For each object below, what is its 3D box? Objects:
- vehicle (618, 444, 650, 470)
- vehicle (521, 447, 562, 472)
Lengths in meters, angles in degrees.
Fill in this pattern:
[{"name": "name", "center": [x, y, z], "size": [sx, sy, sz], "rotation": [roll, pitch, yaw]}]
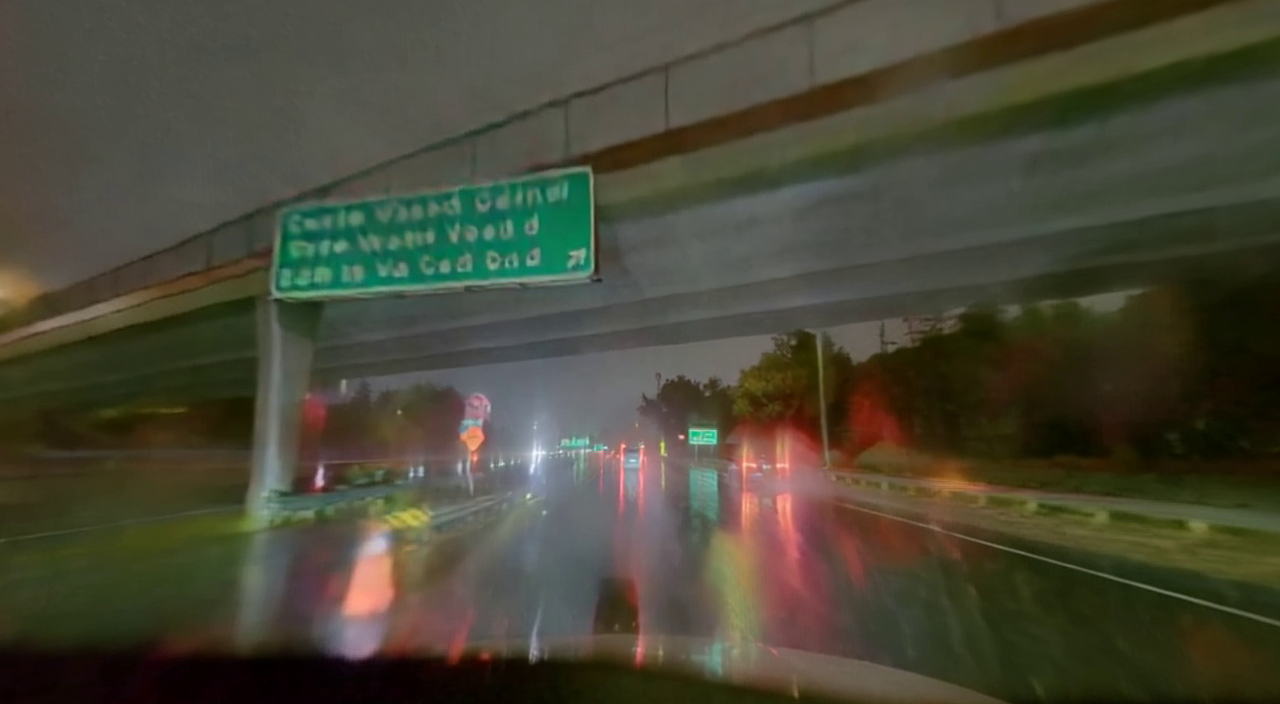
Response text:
[{"name": "vehicle", "center": [-0.422, 7.095, 42.776], "size": [2.109, 1.638, 3.856], "rotation": [0, -9, -1]}, {"name": "vehicle", "center": [-6.286, 6.938, 40.935], "size": [1.997, 1.507, 4.248], "rotation": [0, -9, 0]}]
